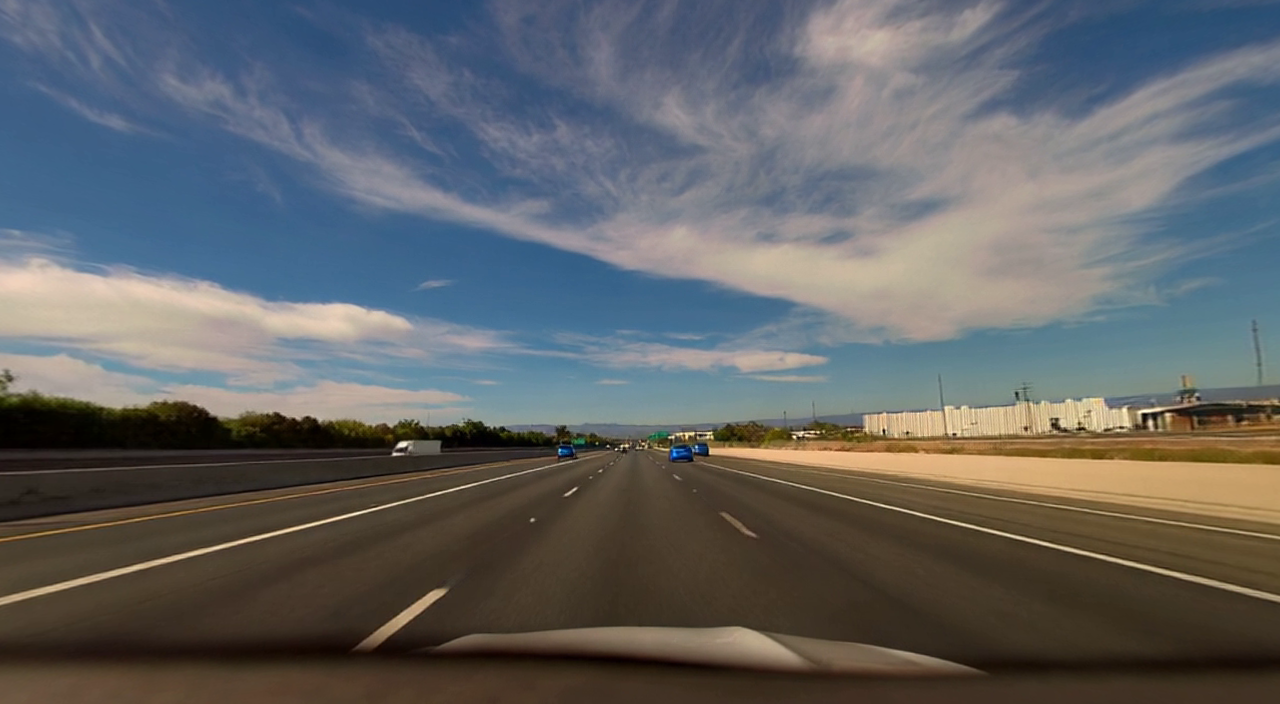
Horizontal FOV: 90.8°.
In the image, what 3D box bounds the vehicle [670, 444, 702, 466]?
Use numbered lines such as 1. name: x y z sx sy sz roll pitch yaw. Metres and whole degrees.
1. vehicle: 3.326 7.524 46.249 2.000 1.533 3.770 0 -8 -1
